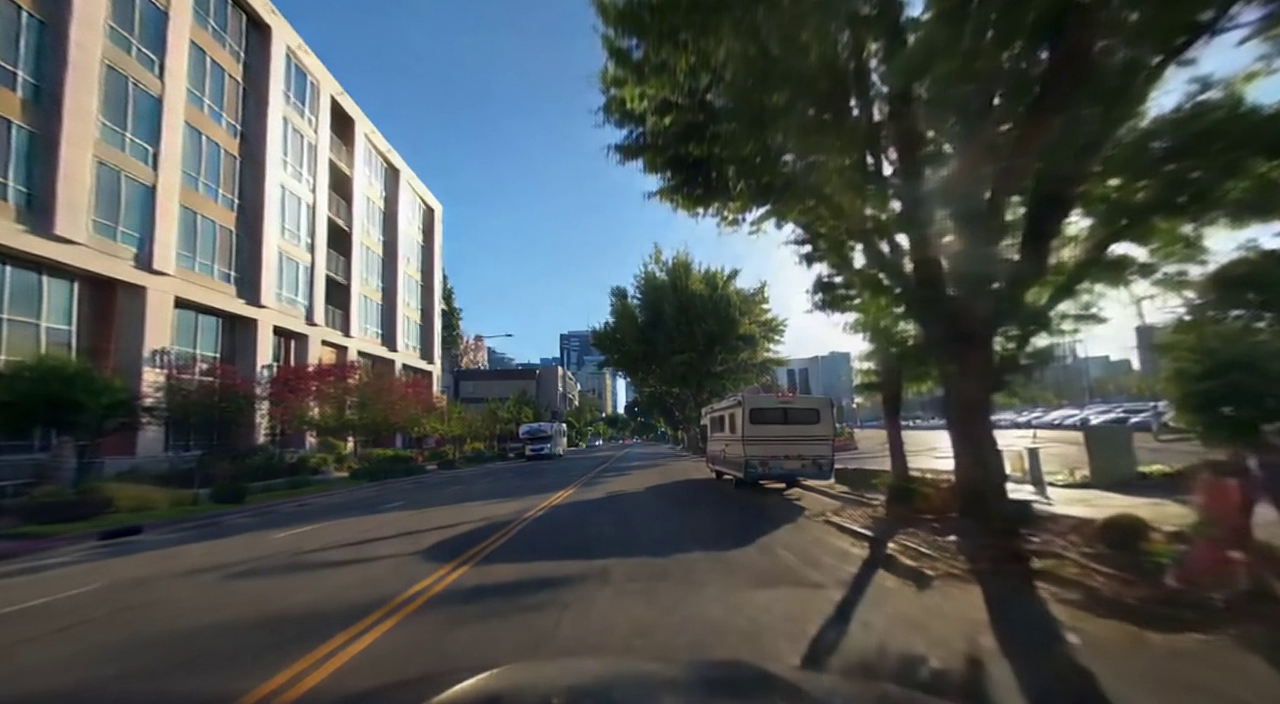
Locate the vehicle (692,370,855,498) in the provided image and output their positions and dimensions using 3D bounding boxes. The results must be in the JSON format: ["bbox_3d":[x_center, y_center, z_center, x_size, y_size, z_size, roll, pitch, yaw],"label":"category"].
[{"bbox_3d":[3.675,2.559,20.023,3.074,3.099,8.805,1,-7,-1],"label":"vehicle"}]
